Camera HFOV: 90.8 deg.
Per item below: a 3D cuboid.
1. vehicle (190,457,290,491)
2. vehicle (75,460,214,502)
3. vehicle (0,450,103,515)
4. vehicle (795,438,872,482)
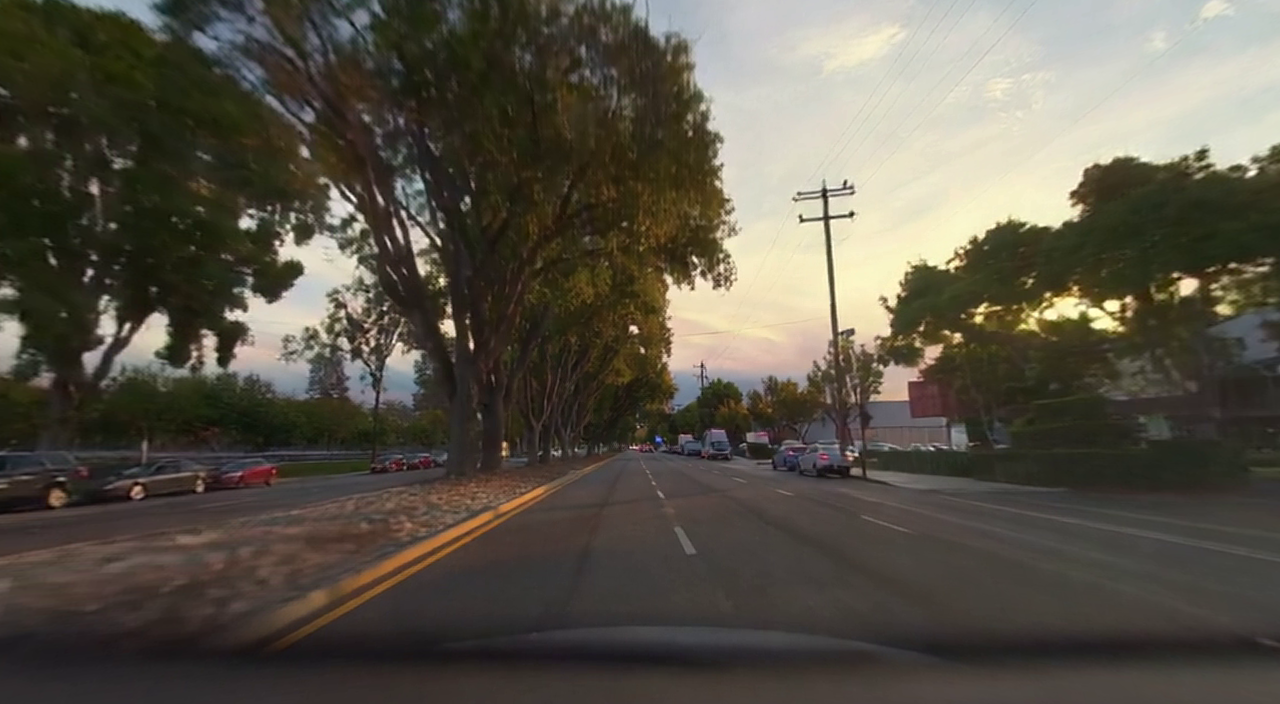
[{"bbox_3d":[-19.809,6.031,31.565,1.840,1.464,4.781,0,-9,1],"label":"vehicle"},{"bbox_3d":[-19.841,5.152,25.626,1.795,1.452,4.718,0,-9,1],"label":"vehicle"},{"bbox_3d":[-20.112,3.969,19.283,2.208,1.882,5.826,-1,-9,2],"label":"vehicle"},{"bbox_3d":[9.030,5.076,29.848,1.994,1.738,4.622,5,-9,-2],"label":"vehicle"}]
